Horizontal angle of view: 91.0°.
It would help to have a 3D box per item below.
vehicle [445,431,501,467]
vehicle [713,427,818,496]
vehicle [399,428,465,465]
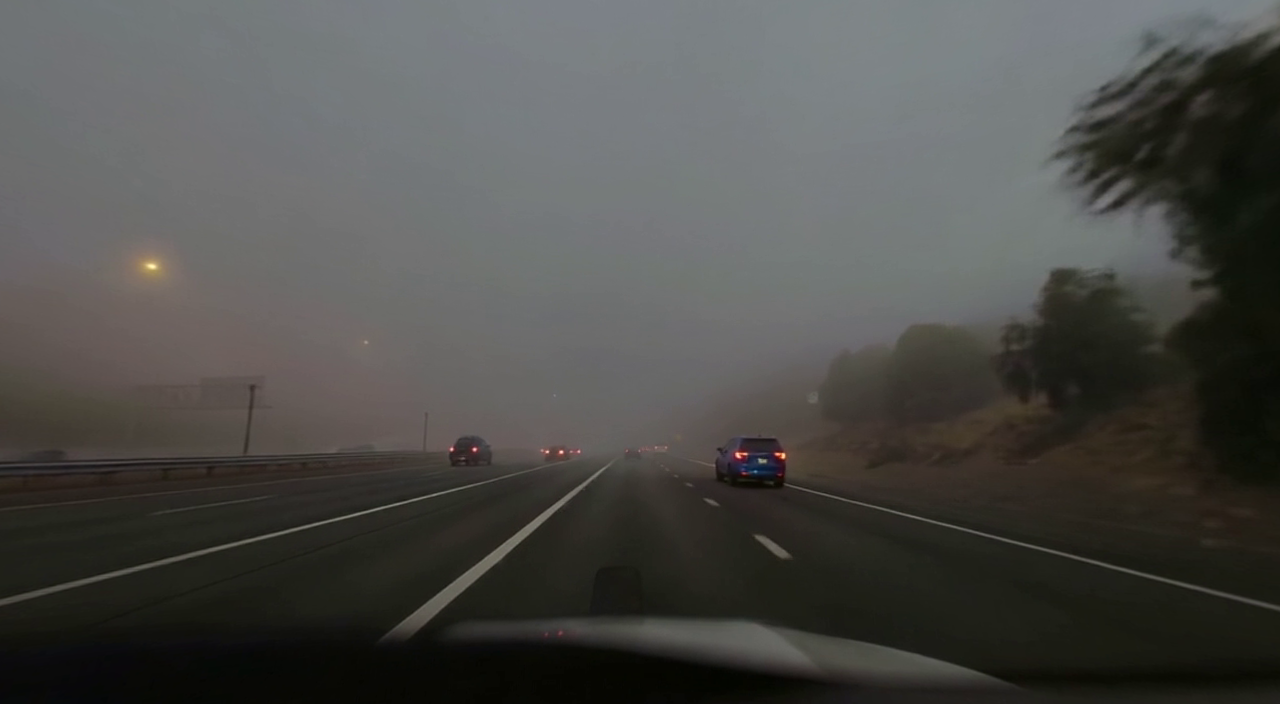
[{"bbox_3d":[-11.146,6.513,42.456,2.261,2.230,5.435,0,-9,0],"label":"vehicle"},{"bbox_3d":[3.767,3.417,19.924,2.184,1.892,4.763,1,-9,-2],"label":"vehicle"},{"bbox_3d":[-15.075,6.906,46.089,2.647,2.508,6.337,0,-9,0],"label":"vehicle"}]
